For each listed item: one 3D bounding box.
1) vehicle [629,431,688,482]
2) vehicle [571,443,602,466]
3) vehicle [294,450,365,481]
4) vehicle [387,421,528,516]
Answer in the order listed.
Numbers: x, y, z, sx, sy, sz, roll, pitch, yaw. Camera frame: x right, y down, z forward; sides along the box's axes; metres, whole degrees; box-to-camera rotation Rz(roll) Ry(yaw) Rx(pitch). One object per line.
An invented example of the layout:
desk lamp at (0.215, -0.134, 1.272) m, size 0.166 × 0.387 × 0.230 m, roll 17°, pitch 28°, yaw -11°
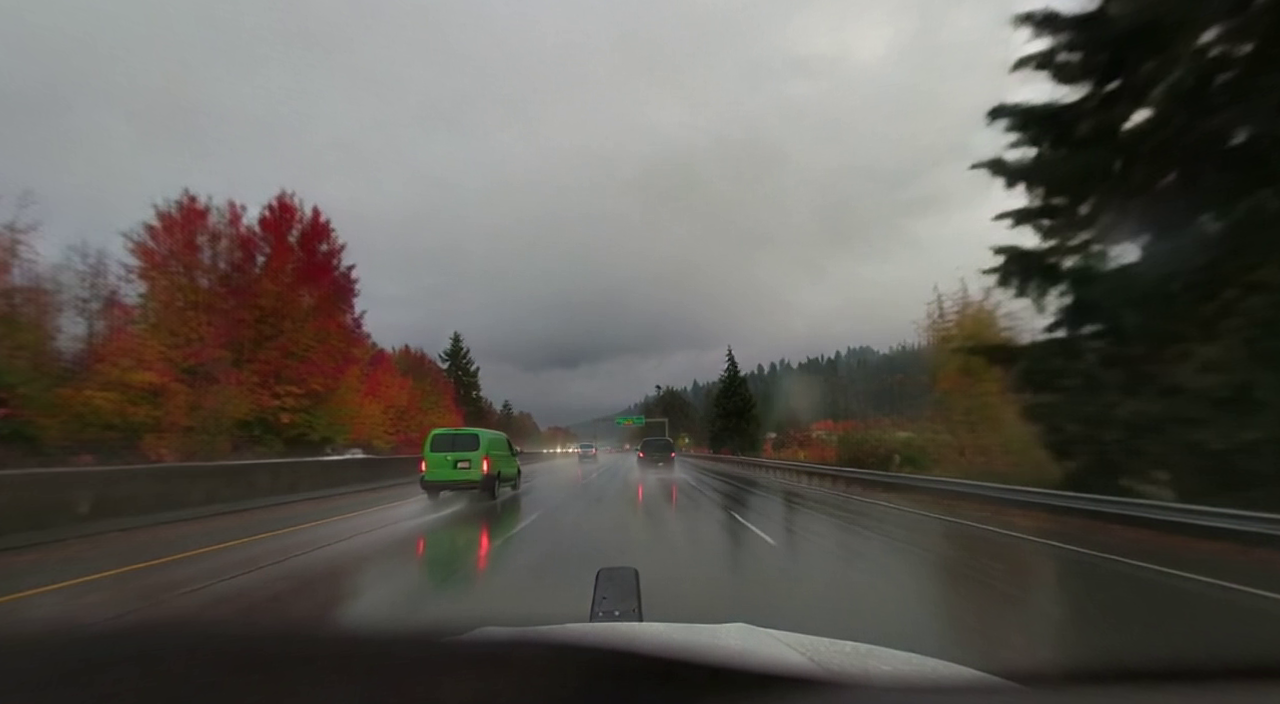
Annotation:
vehicle at (0.690, 4.405, 26.608) m, size 2.179 × 1.930 × 4.538 m, roll 0°, pitch -9°, yaw -2°
vehicle at (-4.198, 8.146, 49.908) m, size 2.088 × 1.688 × 4.365 m, roll 0°, pitch -9°, yaw -1°
vehicle at (-16.781, 6.125, 34.069) m, size 1.845 × 1.515 × 3.851 m, roll 0°, pitch -9°, yaw 0°
vehicle at (-3.846, 2.538, 14.006) m, size 2.021 × 1.790 × 3.907 m, roll 0°, pitch -9°, yaw -1°
